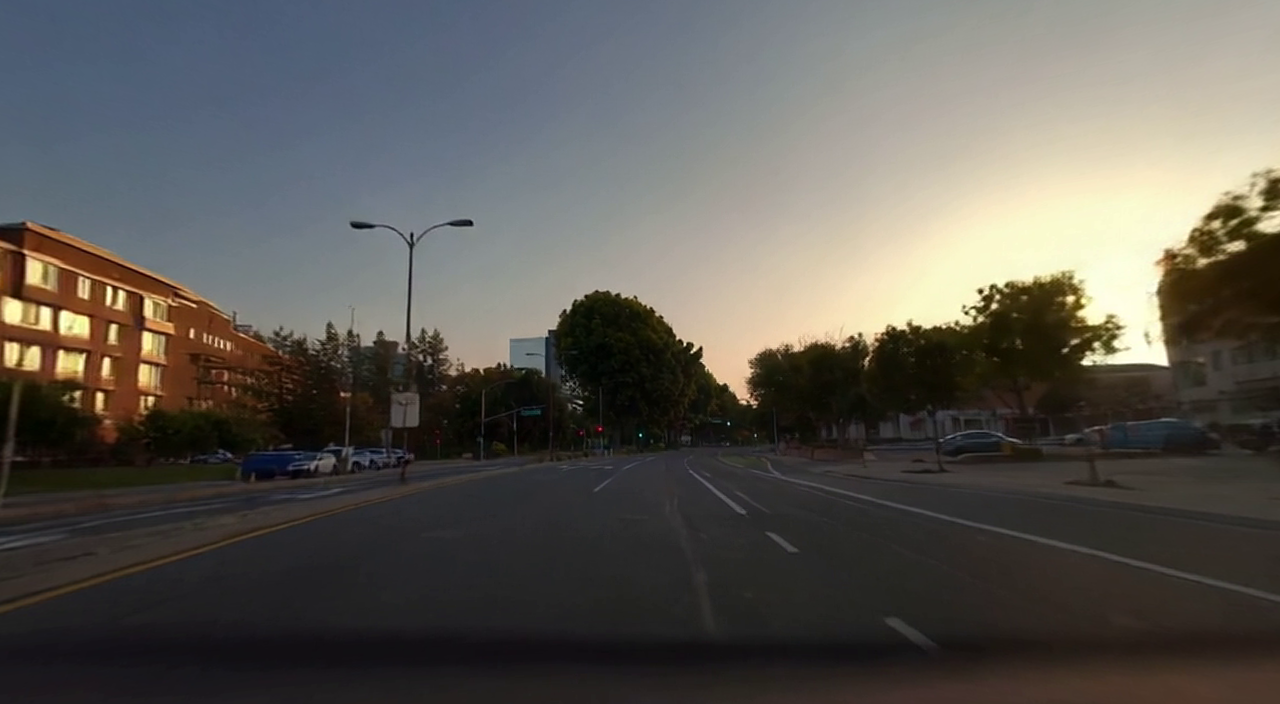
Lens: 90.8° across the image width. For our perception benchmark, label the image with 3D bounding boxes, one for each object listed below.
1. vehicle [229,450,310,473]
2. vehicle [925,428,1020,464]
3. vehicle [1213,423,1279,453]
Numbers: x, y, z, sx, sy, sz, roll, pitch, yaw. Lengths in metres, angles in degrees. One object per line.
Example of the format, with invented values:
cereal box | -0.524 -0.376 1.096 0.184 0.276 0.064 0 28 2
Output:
vehicle | -28.467 8.396 48.653 4.913 1.677 2.032 0 -9 -1
vehicle | 19.609 5.573 37.533 2.074 1.959 4.793 3 -9 -18
vehicle | 31.955 4.381 32.213 1.574 1.448 3.558 3 -9 -23
